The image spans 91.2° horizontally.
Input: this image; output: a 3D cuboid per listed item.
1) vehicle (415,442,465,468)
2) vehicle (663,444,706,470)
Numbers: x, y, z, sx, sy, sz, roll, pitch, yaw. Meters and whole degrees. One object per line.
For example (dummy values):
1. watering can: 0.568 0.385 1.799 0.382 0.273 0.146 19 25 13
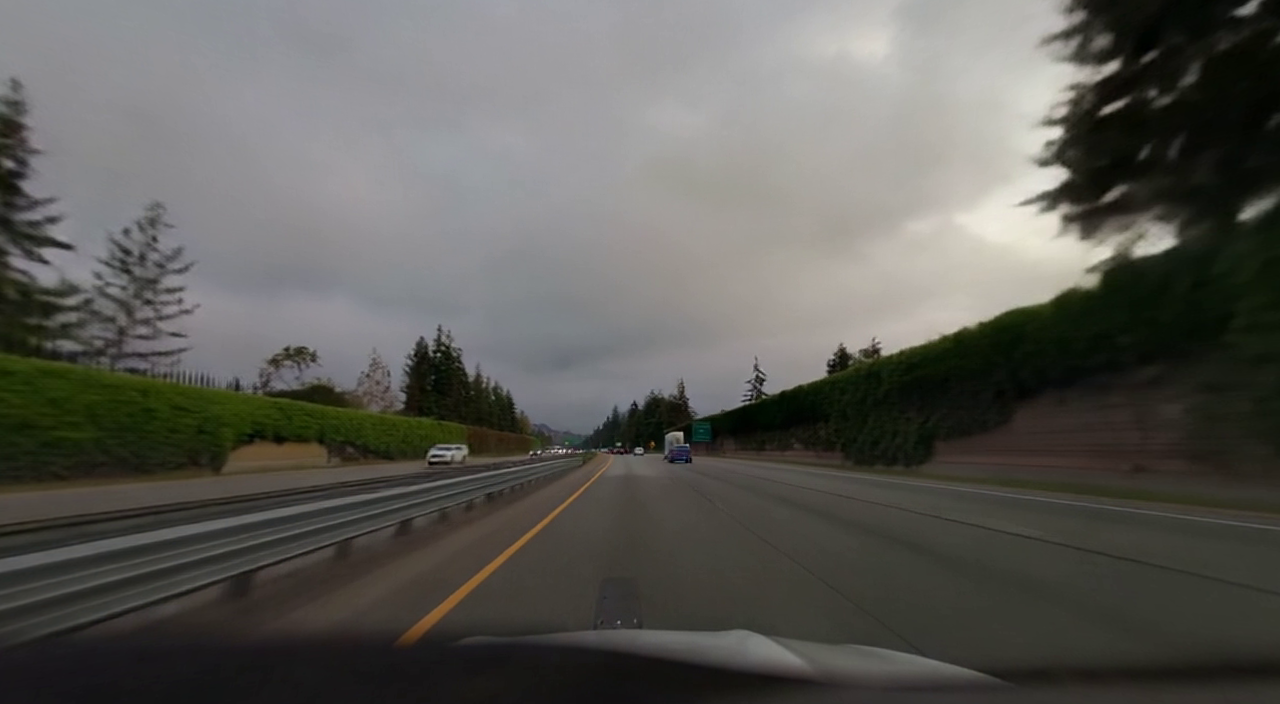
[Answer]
1. vehicle: -13.614 7.042 42.935 2.049 1.633 4.350 0 -9 -1
2. vehicle: 2.731 6.585 39.445 2.244 1.498 4.338 0 -9 -2
